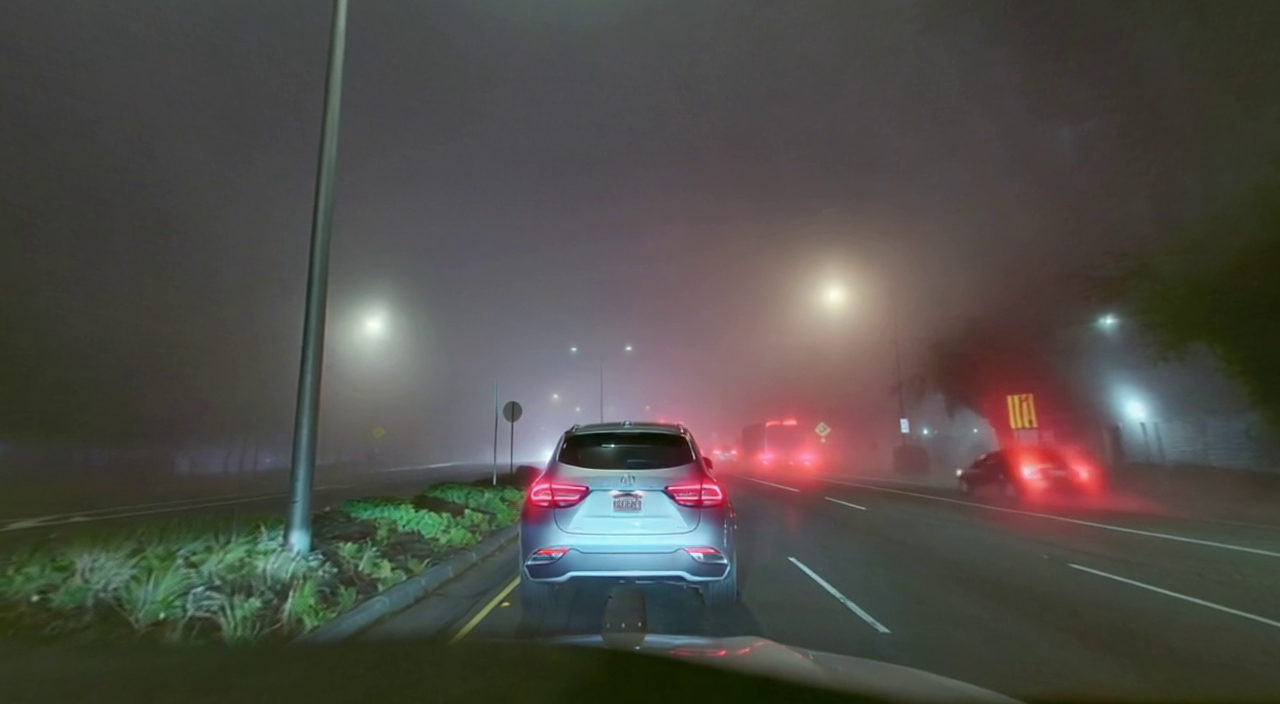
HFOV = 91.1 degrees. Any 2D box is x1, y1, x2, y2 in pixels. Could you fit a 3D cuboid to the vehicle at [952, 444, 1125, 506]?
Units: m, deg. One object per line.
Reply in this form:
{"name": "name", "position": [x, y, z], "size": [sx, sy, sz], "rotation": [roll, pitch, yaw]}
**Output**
{"name": "vehicle", "position": [11.125, 3.420, 18.019], "size": [1.998, 1.527, 4.489], "rotation": [0, -9, 0]}

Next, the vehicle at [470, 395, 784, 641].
{"name": "vehicle", "position": [-0.129, 1.455, 6.476], "size": [2.172, 1.694, 4.055], "rotation": [0, -8, -1]}
